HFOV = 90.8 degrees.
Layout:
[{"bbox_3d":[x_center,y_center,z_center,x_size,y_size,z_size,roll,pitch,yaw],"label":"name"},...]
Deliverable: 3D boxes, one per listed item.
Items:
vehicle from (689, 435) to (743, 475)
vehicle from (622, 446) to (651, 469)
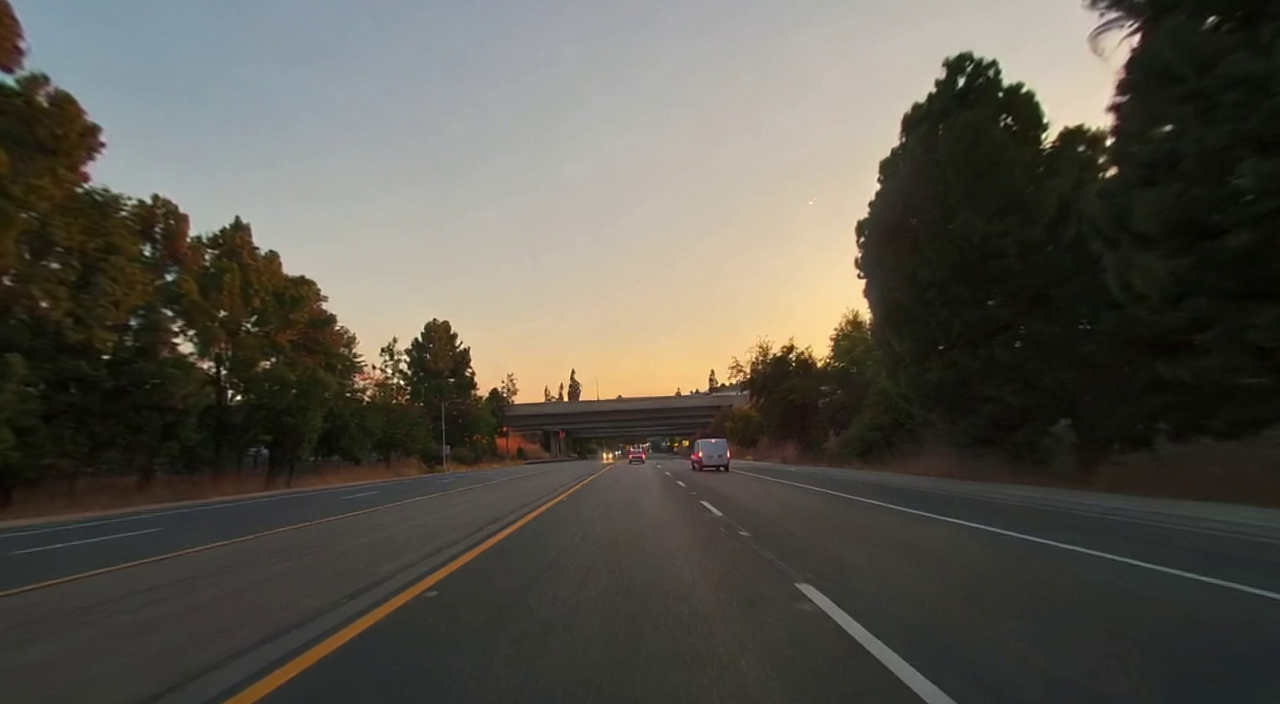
[{"bbox_3d":[4.027,5.594,34.339,2.152,1.998,5.380,0,-9,-1],"label":"vehicle"},{"bbox_3d":[-0.211,7.665,45.989,2.013,1.584,3.995,0,-9,0],"label":"vehicle"}]
